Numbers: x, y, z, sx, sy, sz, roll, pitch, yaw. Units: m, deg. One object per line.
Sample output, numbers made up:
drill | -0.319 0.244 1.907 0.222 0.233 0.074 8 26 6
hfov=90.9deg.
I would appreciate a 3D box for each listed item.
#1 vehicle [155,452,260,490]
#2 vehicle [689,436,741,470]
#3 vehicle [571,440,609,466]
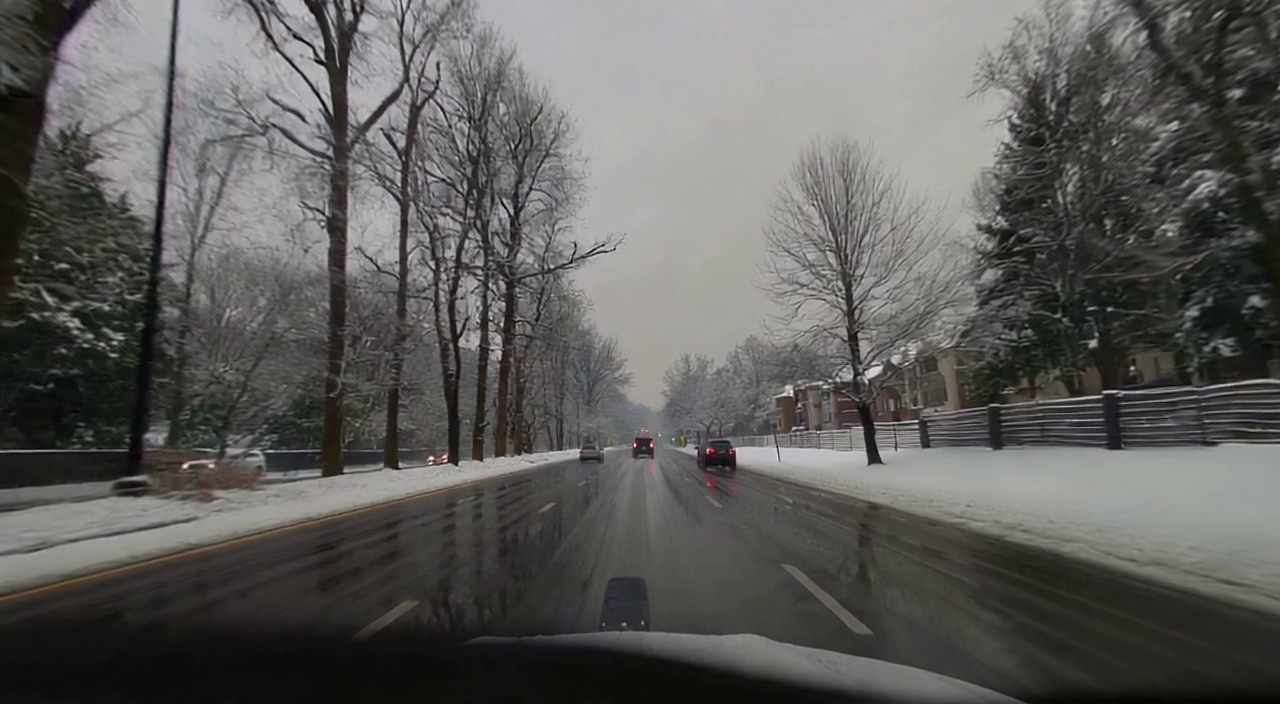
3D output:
vehicle | -20.802 5.720 30.594 1.902 1.640 4.496 0 -8 0
vehicle | 3.925 5.373 33.658 2.182 1.688 4.187 0 -8 -1
vehicle | -3.051 6.228 38.988 1.940 1.473 4.133 0 -8 1
